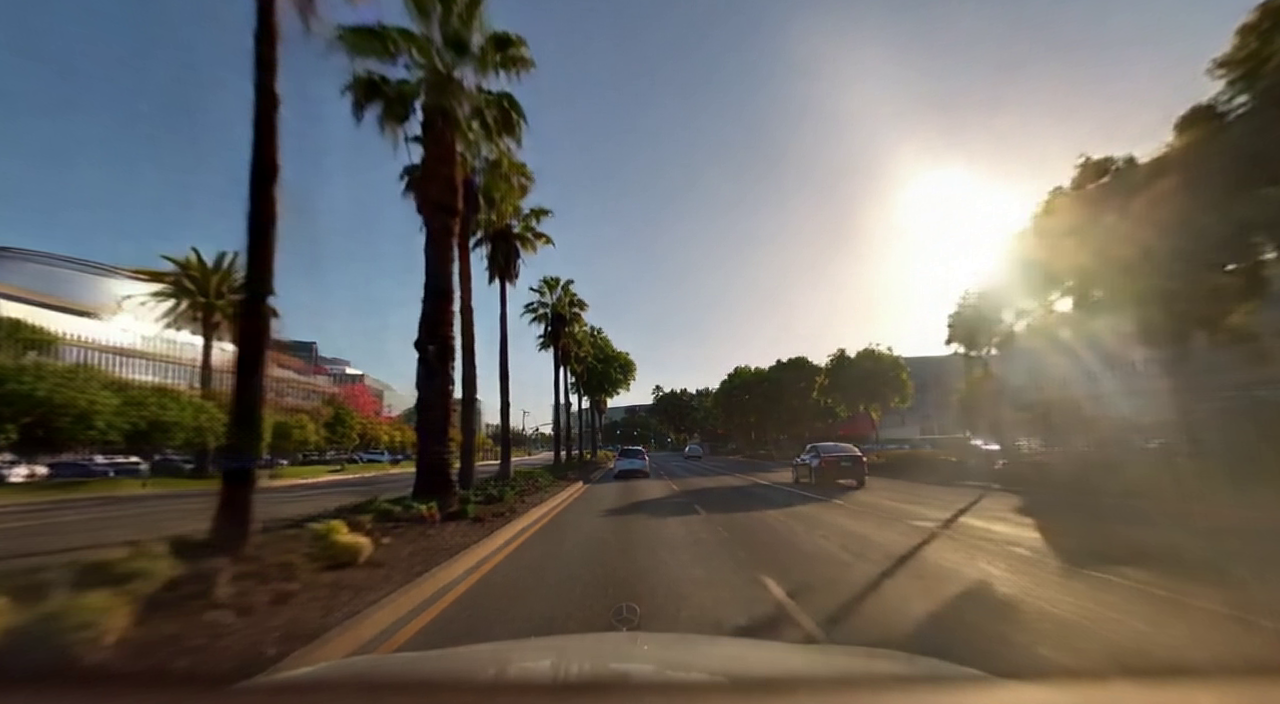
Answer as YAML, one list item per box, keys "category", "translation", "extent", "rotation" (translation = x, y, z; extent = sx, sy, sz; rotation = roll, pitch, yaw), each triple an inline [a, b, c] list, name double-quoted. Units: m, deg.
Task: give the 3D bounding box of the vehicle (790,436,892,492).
- category: "vehicle"
  translation: [6.424, 3.614, 20.620]
  extent: [1.949, 1.647, 3.894]
  rotation: [0, -9, -2]

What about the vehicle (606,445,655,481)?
- category: "vehicle"
  translation: [-0.405, 4.733, 27.113]
  extent: [1.970, 1.402, 3.756]
  rotation: [0, -9, 0]

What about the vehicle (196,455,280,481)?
- category: "vehicle"
  translation: [-24.431, 7.040, 38.369]
  extent: [3.898, 1.459, 1.680]
  rotation: [1, -8, -2]
